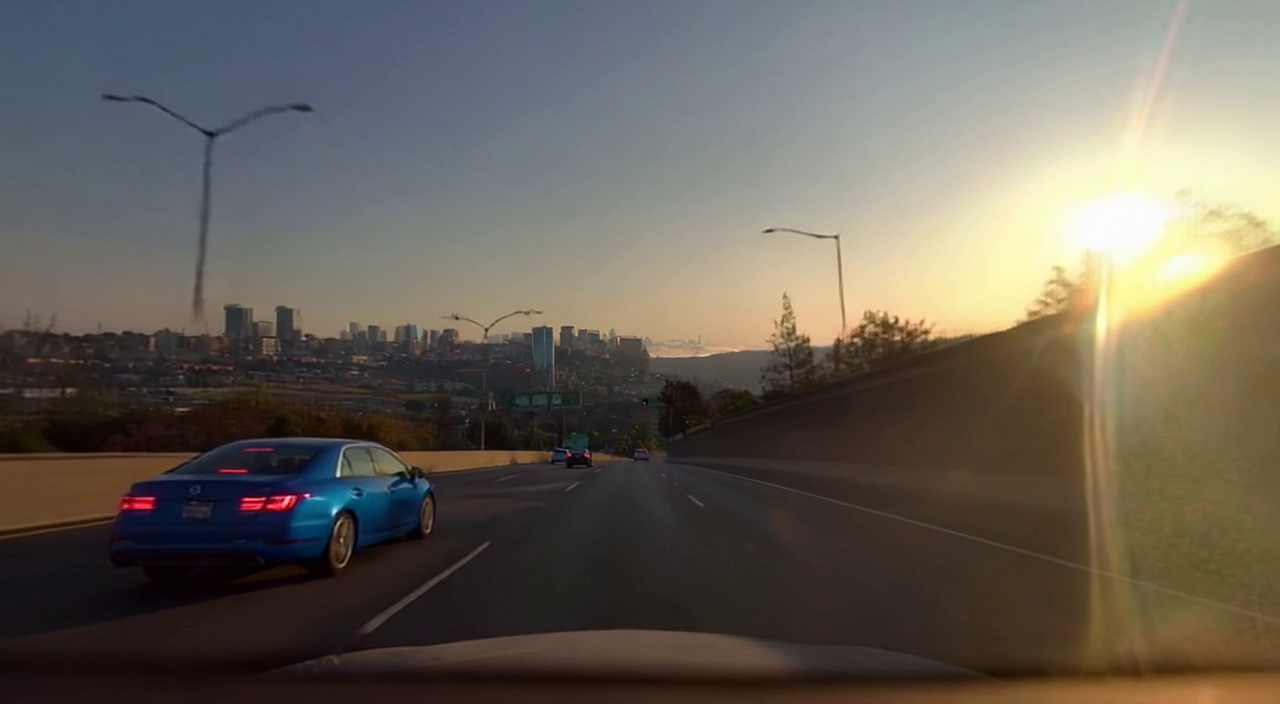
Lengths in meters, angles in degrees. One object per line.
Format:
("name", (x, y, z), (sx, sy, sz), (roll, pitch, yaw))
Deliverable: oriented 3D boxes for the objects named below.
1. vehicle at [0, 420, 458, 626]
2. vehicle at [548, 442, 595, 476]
("vehicle", (-3.724, 1.582, 6.890), (2.114, 1.480, 4.473), (0, -9, 0))
("vehicle", (-3.635, 5.754, 34.337), (2.075, 1.702, 4.257), (0, -9, 0))
